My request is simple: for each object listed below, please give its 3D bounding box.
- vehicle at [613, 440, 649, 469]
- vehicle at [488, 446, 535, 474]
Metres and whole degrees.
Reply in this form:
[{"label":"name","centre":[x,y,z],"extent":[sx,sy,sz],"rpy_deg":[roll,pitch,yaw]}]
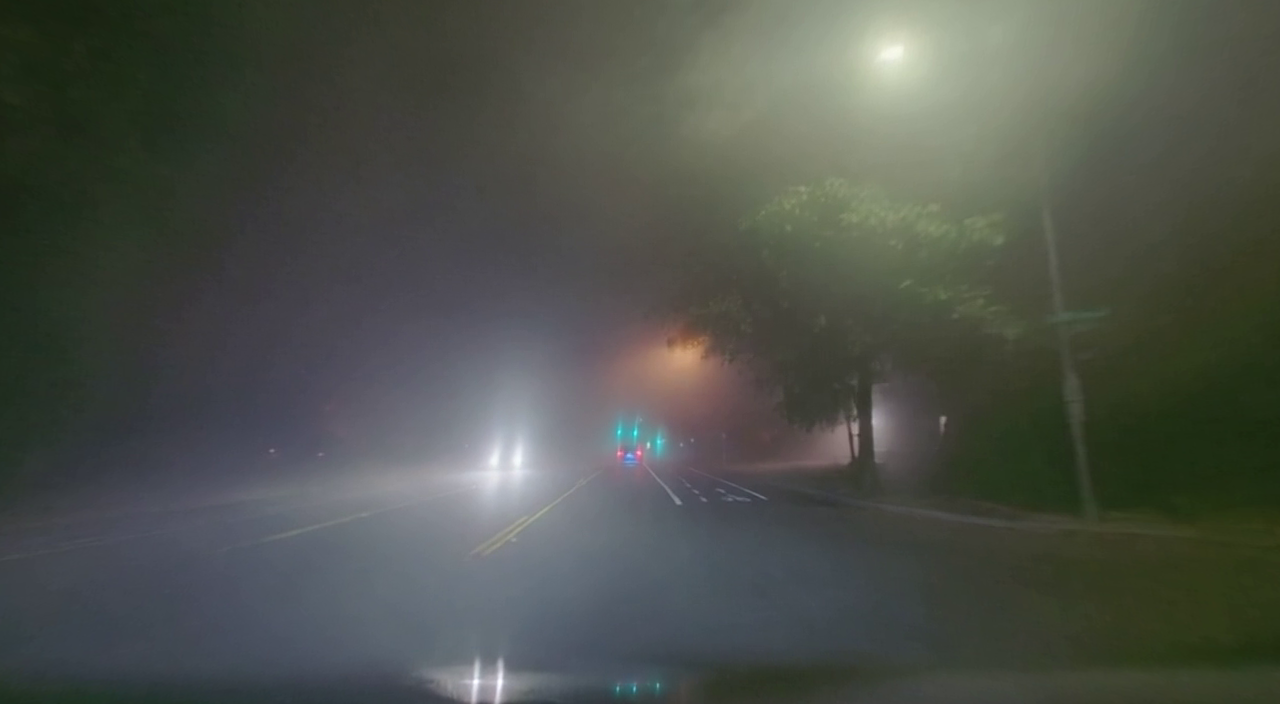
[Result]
[{"label":"vehicle","centre":[-0.630,6.826,42.260],"extent":[2.230,1.827,4.298],"rpy_deg":[0,-9,-2]},{"label":"vehicle","centre":[-7.560,6.371,37.513],"extent":[1.967,1.571,3.853],"rpy_deg":[0,-9,0]}]
